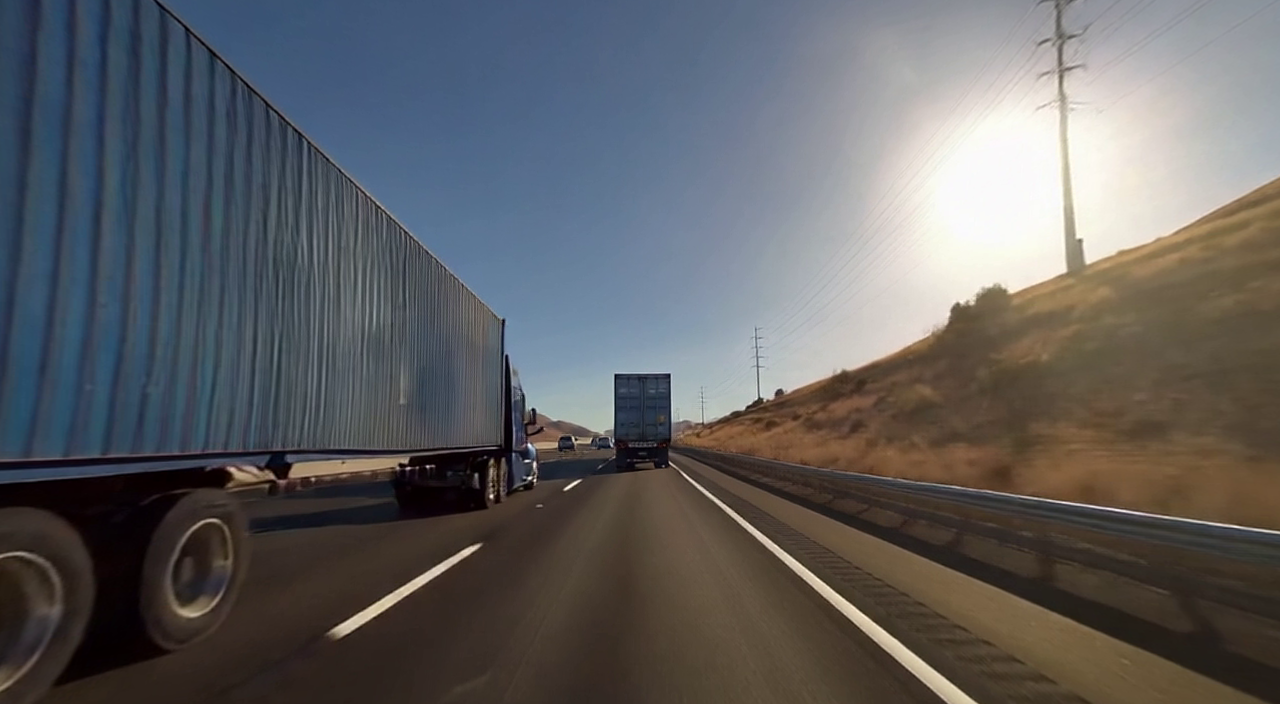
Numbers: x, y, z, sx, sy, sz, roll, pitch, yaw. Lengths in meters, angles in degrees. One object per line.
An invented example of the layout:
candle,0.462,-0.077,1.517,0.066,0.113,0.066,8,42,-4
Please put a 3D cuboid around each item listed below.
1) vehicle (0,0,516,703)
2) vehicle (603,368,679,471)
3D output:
vehicle,-4.127,0.024,5.504,3.065,4.105,13.706,0,-8,1
vehicle,-0.043,3.488,30.867,3.006,4.120,11.586,0,-8,-1
